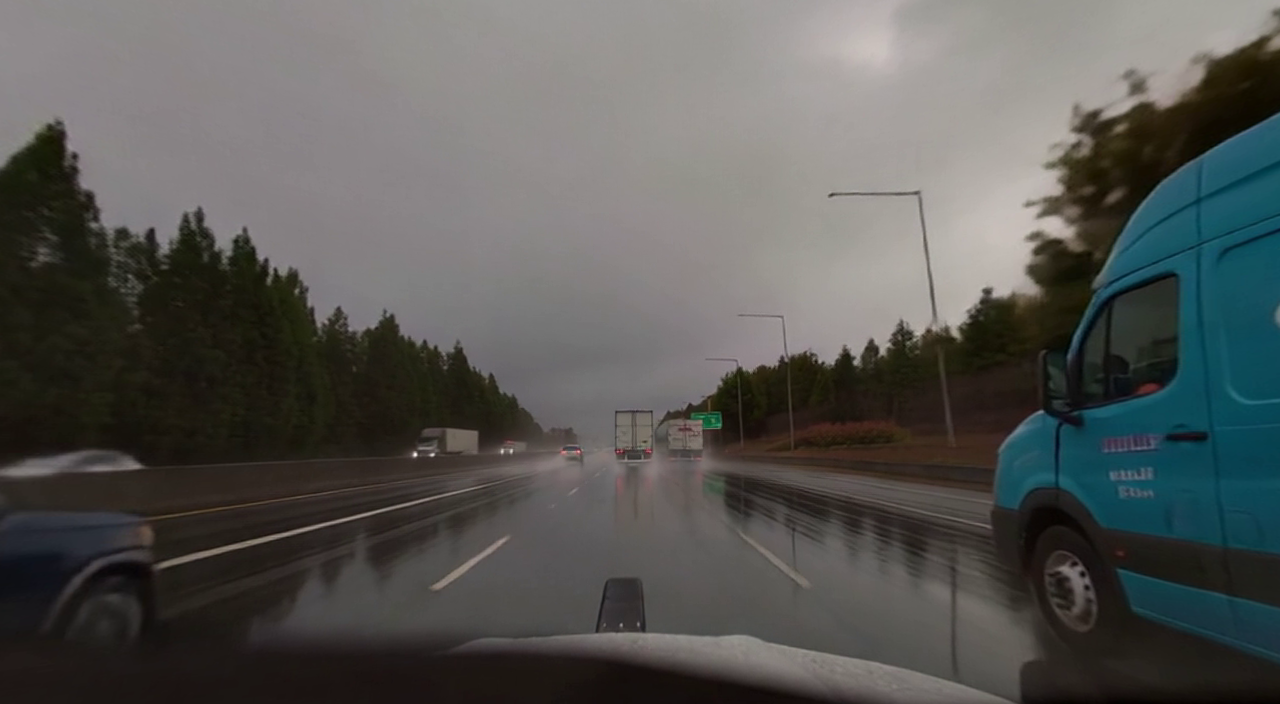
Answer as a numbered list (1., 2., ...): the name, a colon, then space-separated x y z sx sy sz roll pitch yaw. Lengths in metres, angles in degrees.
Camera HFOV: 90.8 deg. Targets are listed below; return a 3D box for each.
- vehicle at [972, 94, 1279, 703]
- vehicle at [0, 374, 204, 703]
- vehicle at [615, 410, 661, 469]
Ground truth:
1. vehicle: 3.671 0.205 1.466 2.338 2.690 6.025 0 -9 -1
2. vehicle: -3.773 0.754 1.529 2.175 1.646 4.525 0 -9 0
3. vehicle: -0.188 6.947 49.519 3.201 4.019 10.918 0 -9 0
